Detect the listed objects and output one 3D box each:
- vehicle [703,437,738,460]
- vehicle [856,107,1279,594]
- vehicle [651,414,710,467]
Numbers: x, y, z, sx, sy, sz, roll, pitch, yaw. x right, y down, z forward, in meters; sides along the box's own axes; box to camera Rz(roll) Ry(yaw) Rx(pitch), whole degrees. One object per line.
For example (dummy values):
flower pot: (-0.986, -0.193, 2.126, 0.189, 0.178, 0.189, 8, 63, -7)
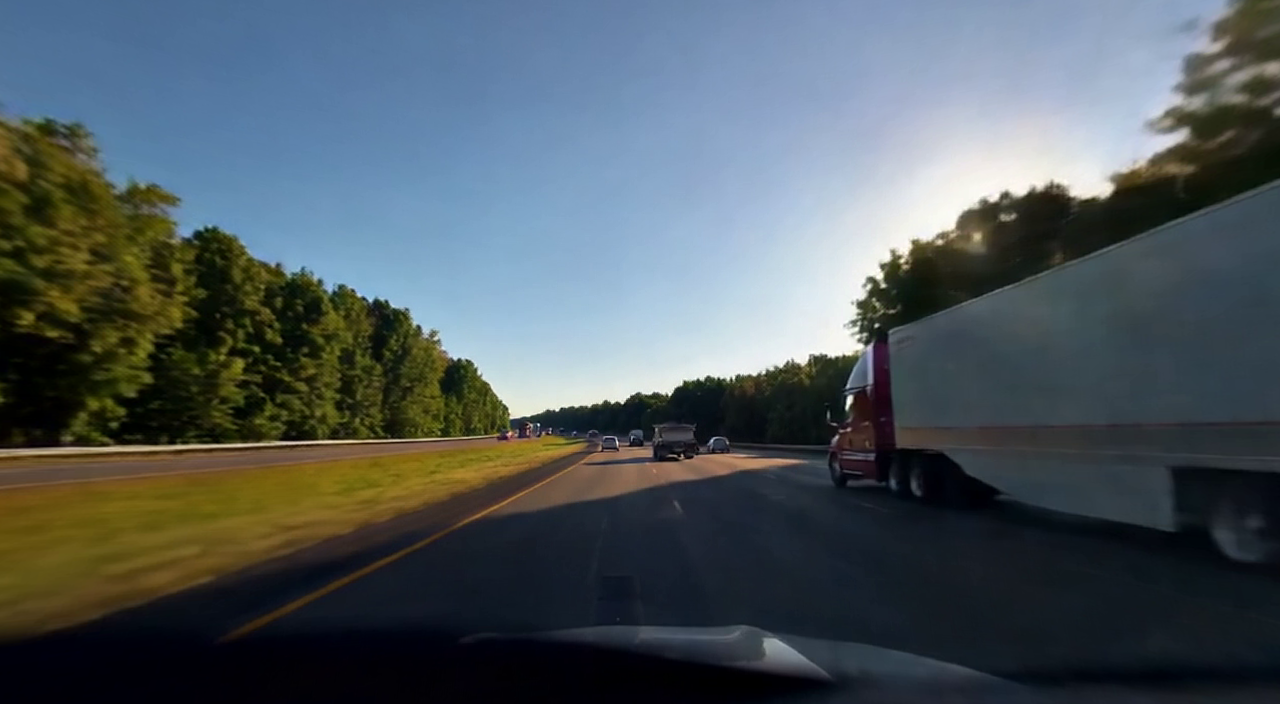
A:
vehicle: (5.522, 6.652, 43.699, 1.821, 1.468, 3.805, 0, -8, -2)
vehicle: (6.814, 0.389, 8.303, 2.904, 4.054, 14.017, 0, -8, 0)
vehicle: (1.980, 4.625, 33.095, 2.436, 2.521, 5.409, 0, -8, -3)
